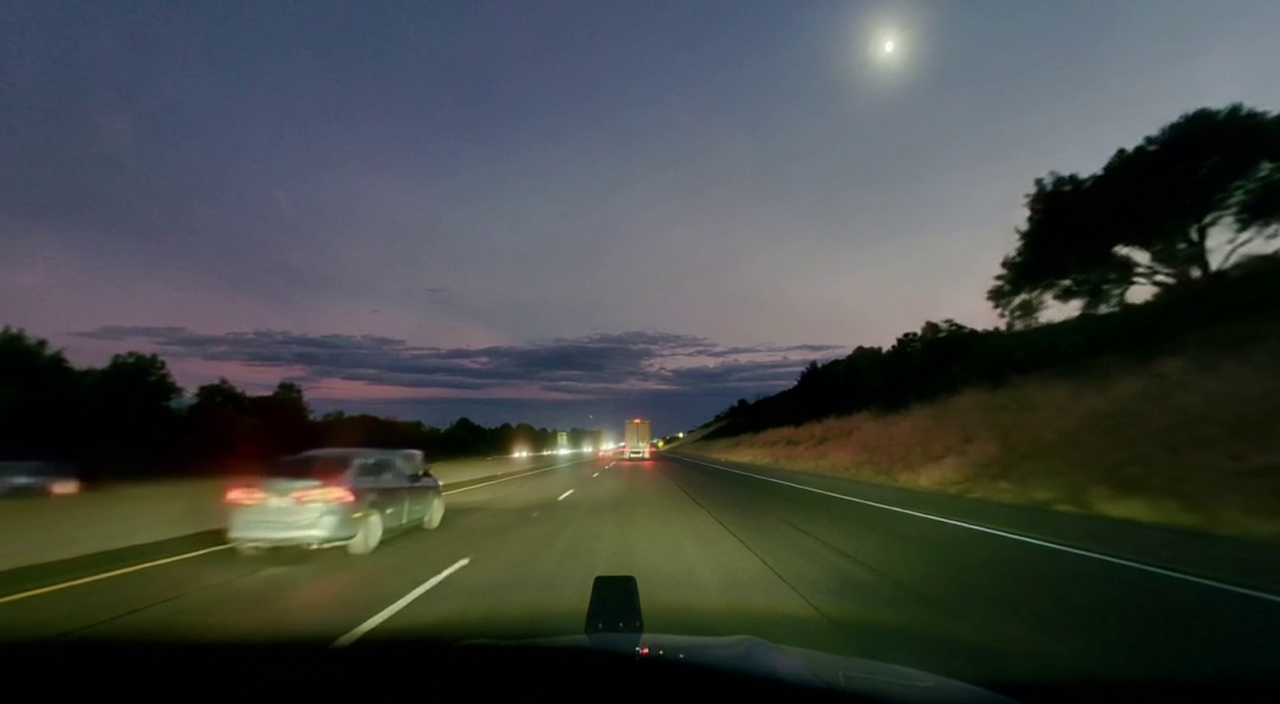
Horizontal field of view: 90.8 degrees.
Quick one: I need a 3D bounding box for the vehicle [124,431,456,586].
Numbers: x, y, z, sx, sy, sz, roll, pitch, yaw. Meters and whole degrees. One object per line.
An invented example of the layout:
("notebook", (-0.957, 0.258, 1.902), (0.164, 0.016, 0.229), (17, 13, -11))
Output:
("vehicle", (-4.129, 1.891, 8.457), (2.051, 1.537, 4.111), (0, -9, 0))
